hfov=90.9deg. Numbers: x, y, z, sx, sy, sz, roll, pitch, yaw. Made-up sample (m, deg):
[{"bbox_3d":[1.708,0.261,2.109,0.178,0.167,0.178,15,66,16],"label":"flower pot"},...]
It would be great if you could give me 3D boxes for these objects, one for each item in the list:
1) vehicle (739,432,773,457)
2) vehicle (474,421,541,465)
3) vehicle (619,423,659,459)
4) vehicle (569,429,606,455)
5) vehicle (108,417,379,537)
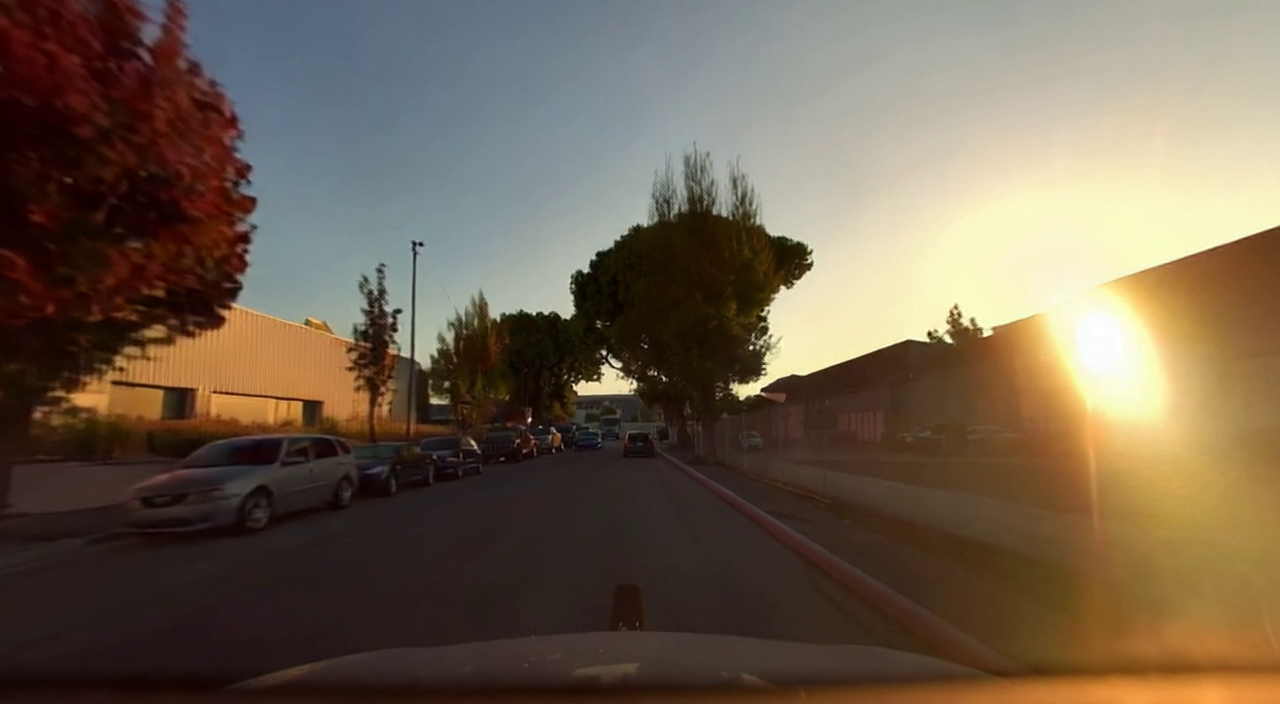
[{"bbox_3d":[8.309,6.639,45.483,1.874,1.669,4.083,0,-7,3],"label":"vehicle"},{"bbox_3d":[-6.436,4.531,31.364,2.139,1.943,5.295,-1,-8,1],"label":"vehicle"},{"bbox_3d":[-0.027,4.990,35.634,2.152,1.874,4.042,0,-7,1],"label":"vehicle"},{"bbox_3d":[-3.677,6.370,44.886,2.157,1.703,4.310,0,-7,1],"label":"vehicle"},{"bbox_3d":[-6.374,1.987,10.866,1.926,1.647,4.185,0,-7,0],"label":"vehicle"}]
